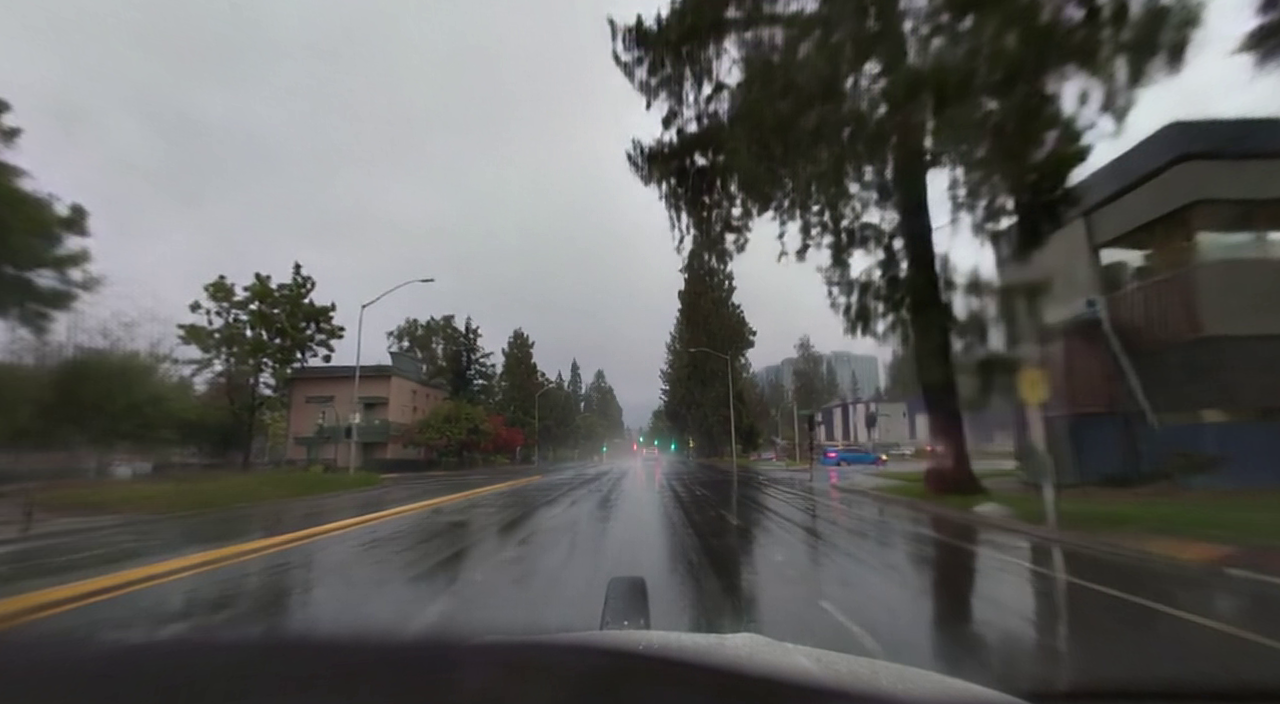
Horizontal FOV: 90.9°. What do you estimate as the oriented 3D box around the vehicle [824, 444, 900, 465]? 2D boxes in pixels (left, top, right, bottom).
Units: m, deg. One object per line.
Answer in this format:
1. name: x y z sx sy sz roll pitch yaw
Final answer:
1. vehicle: 16.200 7.512 46.144 4.824 1.462 1.974 0 -9 -1
